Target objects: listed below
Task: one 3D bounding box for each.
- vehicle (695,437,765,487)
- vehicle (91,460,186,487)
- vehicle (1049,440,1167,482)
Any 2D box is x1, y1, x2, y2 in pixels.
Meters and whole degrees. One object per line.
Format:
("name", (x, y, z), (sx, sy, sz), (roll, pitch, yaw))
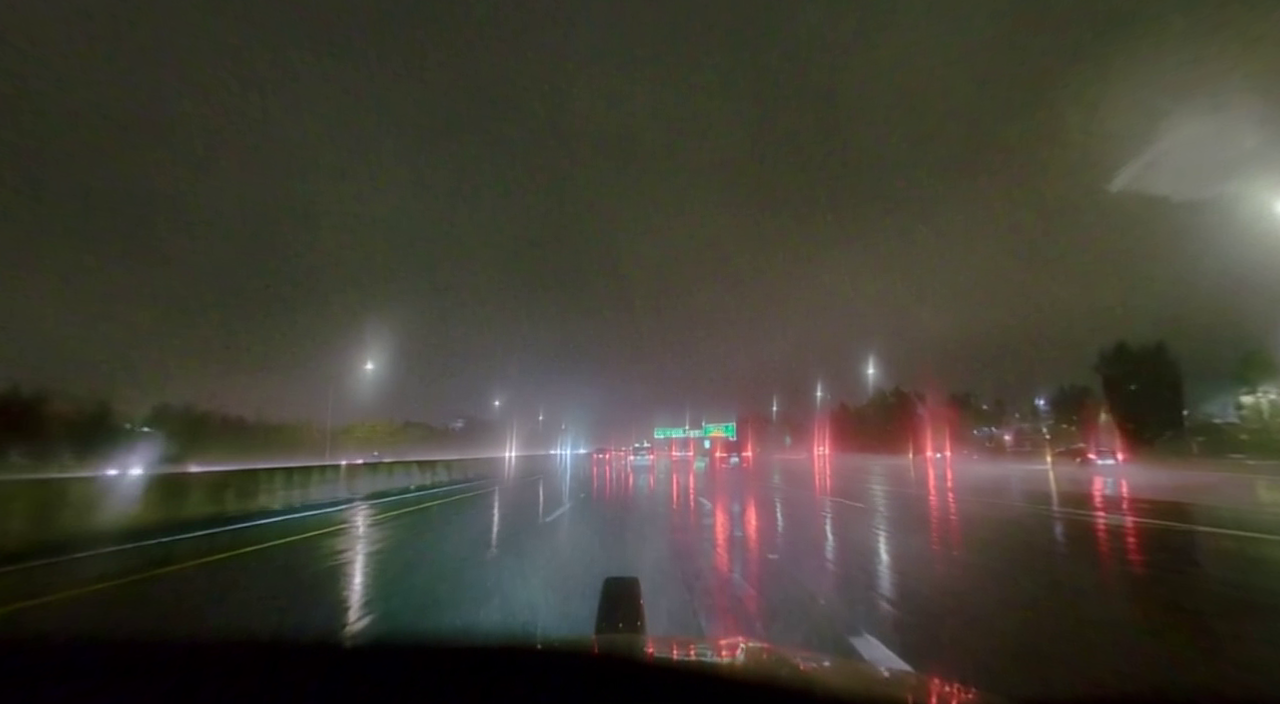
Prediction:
("vehicle", (3.440, 4.306, 24.961), (2.147, 1.794, 4.538), (0, -9, 0))
("vehicle", (-31.361, 7.581, 39.586), (1.992, 1.512, 4.808), (0, -9, 1))
("vehicle", (21.852, 5.094, 29.703), (2.116, 1.754, 4.727), (0, -9, 4))
